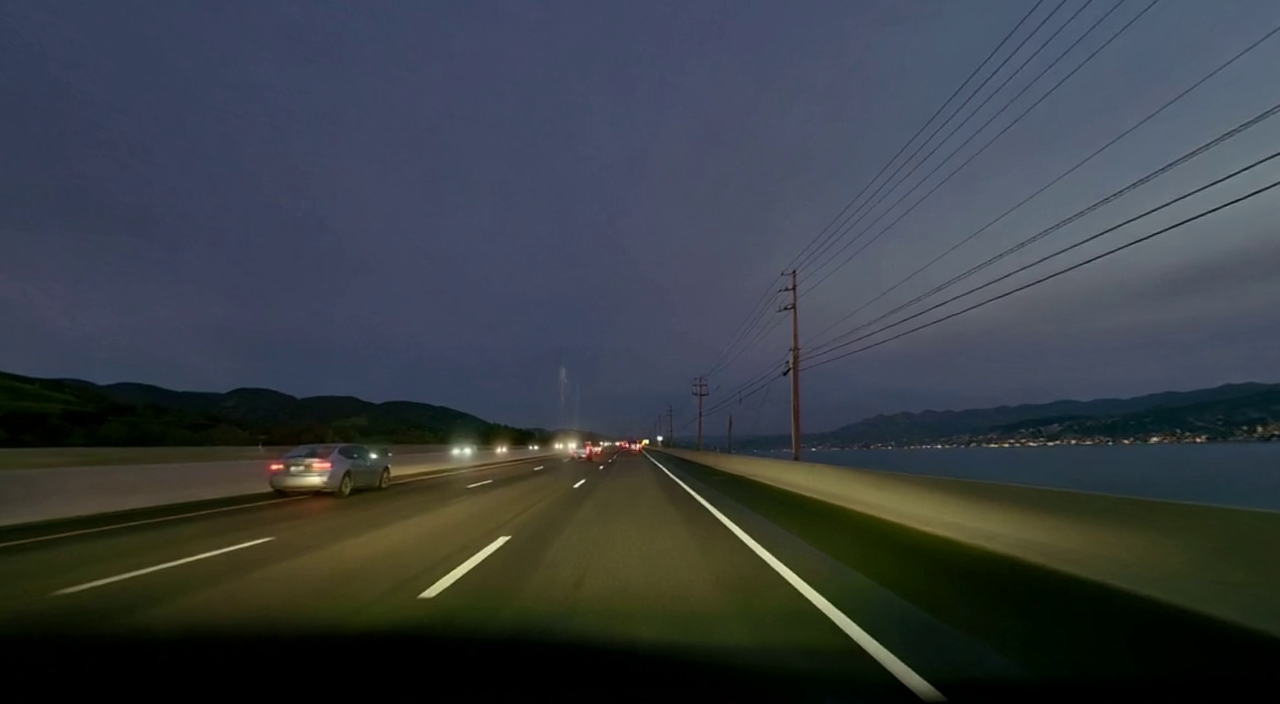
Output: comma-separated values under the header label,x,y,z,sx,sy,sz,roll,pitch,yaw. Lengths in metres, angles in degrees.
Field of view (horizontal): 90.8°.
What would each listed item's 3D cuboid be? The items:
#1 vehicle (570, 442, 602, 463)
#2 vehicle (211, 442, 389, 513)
label,x,y,z,sx,sy,sz,roll,pitch,yaw
vehicle,-4.013,7.518,47.313,2.097,1.514,4.209,0,-8,-1
vehicle,-7.965,2.935,15.391,1.847,1.456,4.471,0,-8,0
